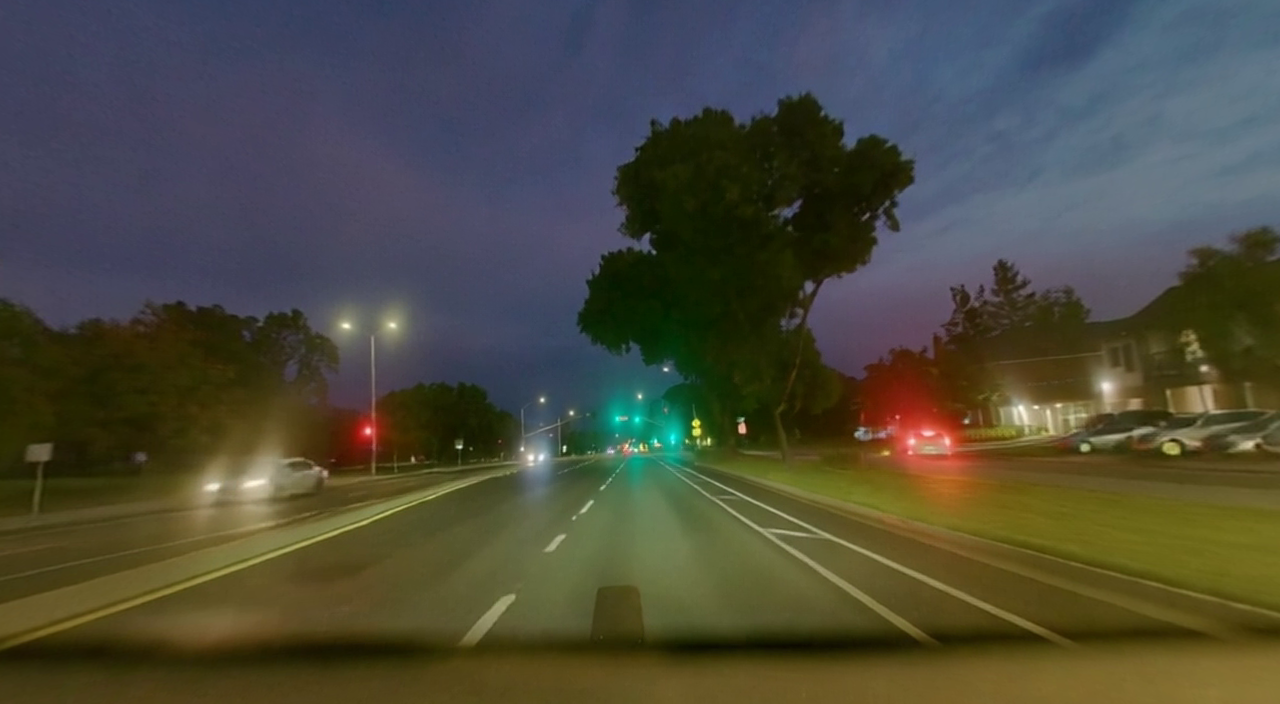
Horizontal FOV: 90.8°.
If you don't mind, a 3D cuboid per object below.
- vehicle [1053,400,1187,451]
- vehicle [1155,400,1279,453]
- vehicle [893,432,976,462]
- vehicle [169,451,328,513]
[{"bbox_3d":[22.678,3.511,29.979,4.512,1.837,2.059,-6,-8,-2],"label":"vehicle"},{"bbox_3d":[22.208,2.733,23.083,4.896,1.839,1.962,-1,-8,2],"label":"vehicle"},{"bbox_3d":[15.505,5.043,33.607,1.882,1.446,4.741,0,-9,-4],"label":"vehicle"},{"bbox_3d":[-11.756,3.892,19.381,1.999,1.618,4.217,-1,-9,3],"label":"vehicle"}]
